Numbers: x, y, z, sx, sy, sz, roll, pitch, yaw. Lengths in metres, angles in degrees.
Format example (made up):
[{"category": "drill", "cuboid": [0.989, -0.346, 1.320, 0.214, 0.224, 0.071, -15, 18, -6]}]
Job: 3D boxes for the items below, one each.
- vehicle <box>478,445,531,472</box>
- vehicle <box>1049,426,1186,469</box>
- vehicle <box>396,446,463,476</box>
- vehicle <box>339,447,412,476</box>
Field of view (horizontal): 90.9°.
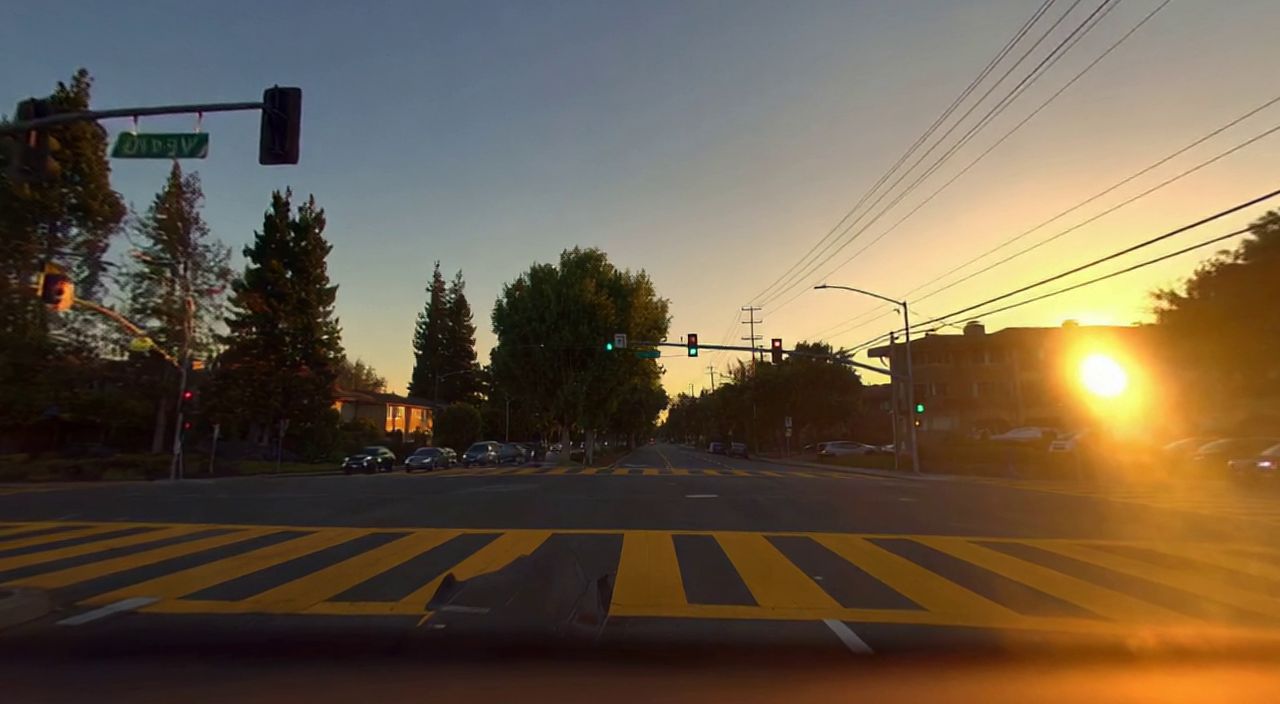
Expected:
[{"category": "vehicle", "cuboid": [-7.686, 6.040, 36.086, 1.958, 1.415, 4.312, 0, -8, 2]}, {"category": "vehicle", "cuboid": [25.261, 5.105, 33.675, 2.177, 2.086, 5.514, 2, -9, -14]}, {"category": "vehicle", "cuboid": [-10.991, 5.680, 33.219, 2.007, 1.451, 4.242, 0, -8, 1]}, {"category": "vehicle", "cuboid": [-14.618, 6.050, 35.115, 2.035, 1.470, 4.677, 0, -8, 0]}]
